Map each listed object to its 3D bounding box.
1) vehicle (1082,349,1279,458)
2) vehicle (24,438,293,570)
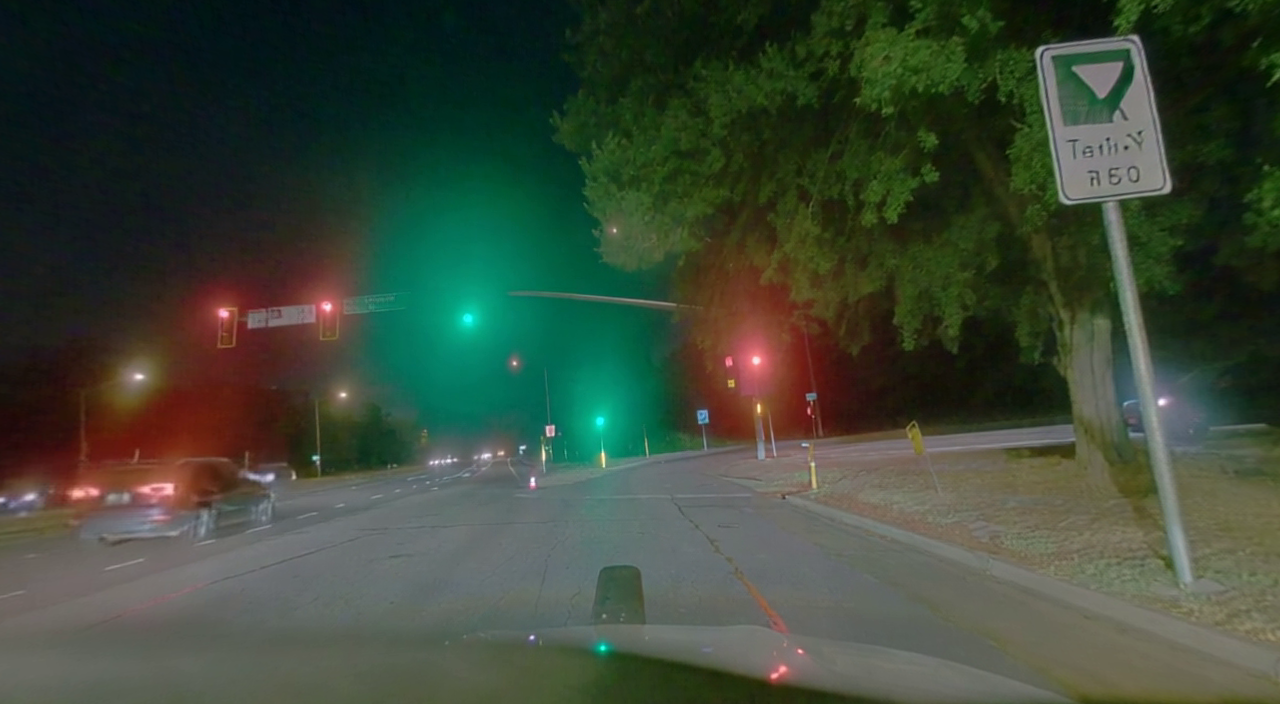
[{"bbox_3d":[10.651,1.087,11.797,1.855,1.669,4.529,-2,-9,6],"label":"vehicle"},{"bbox_3d":[-8.208,2.537,11.422,2.062,1.740,4.198,-3,-8,-9],"label":"vehicle"}]
